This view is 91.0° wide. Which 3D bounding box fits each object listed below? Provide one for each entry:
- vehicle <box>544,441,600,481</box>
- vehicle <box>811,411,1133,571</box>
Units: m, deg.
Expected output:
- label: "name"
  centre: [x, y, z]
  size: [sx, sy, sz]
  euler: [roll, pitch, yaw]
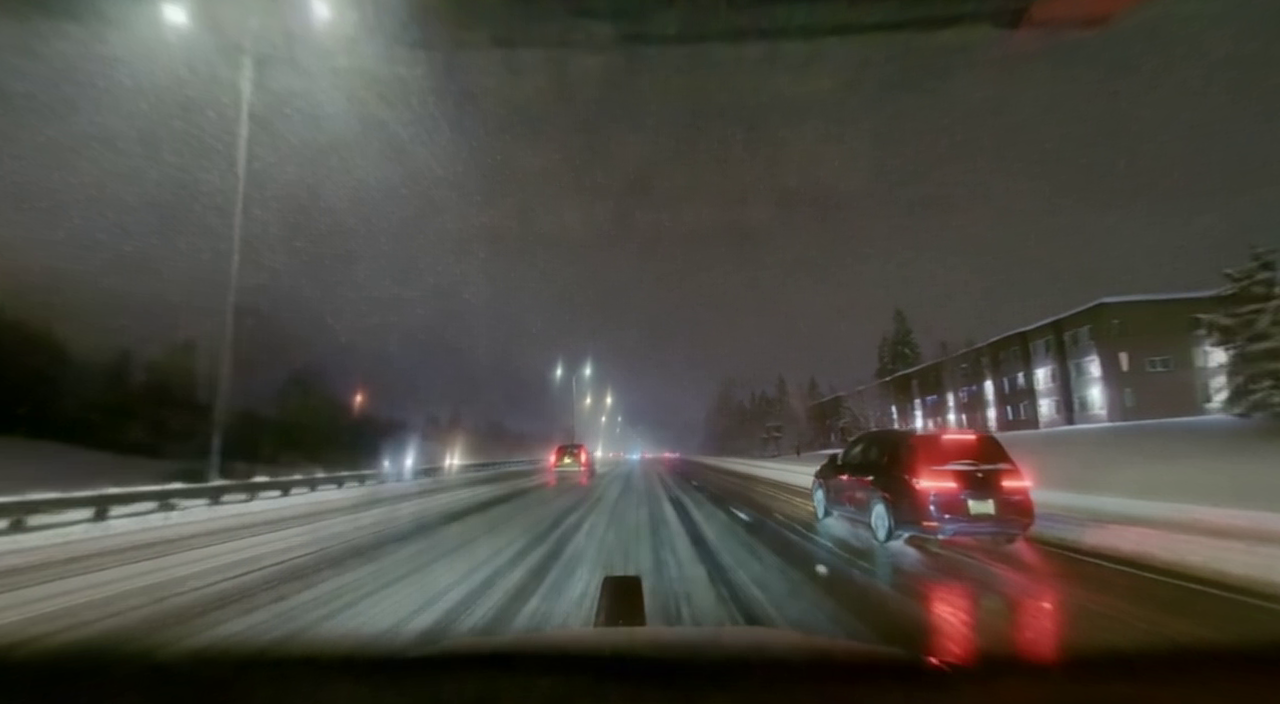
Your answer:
- label: "vehicle"
  centre: [-3.112, 5.123, 29.898]
  size: [2.075, 1.721, 4.763]
  euler: [0, -9, 1]
- label: "vehicle"
  centre: [4.284, 1.875, 9.282]
  size: [2.170, 1.733, 4.631]
  euler: [0, -9, 0]
